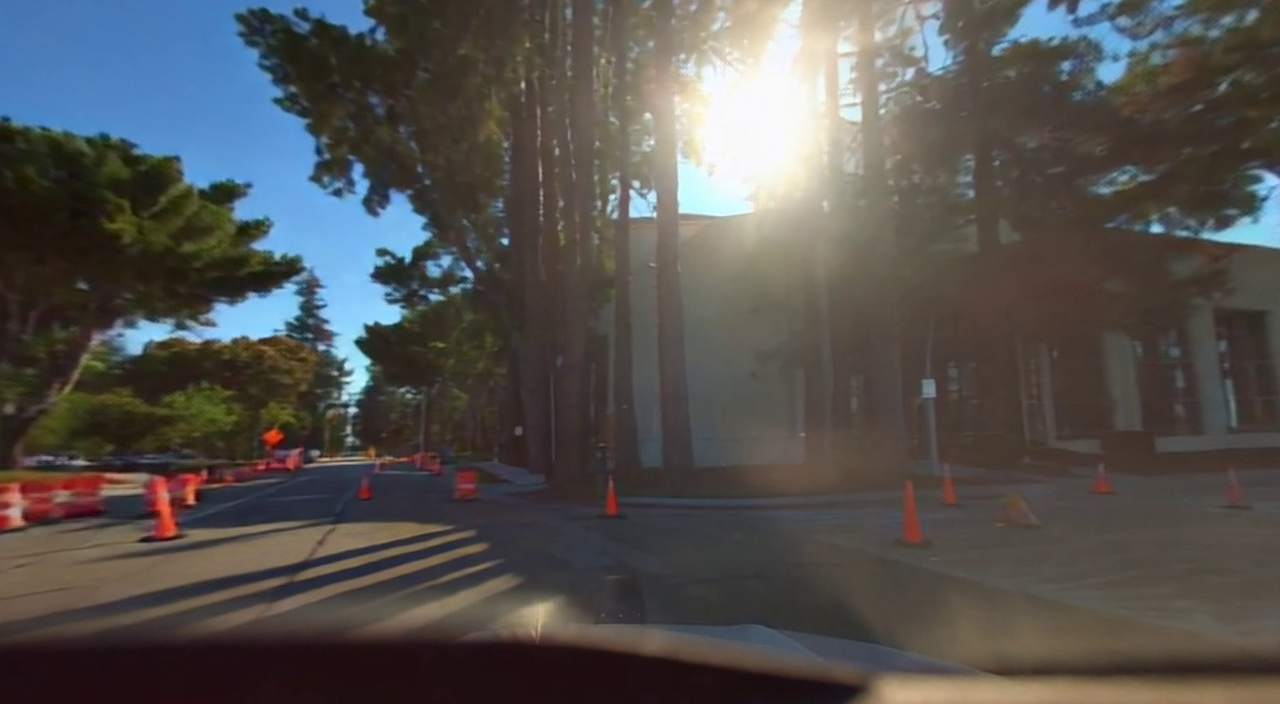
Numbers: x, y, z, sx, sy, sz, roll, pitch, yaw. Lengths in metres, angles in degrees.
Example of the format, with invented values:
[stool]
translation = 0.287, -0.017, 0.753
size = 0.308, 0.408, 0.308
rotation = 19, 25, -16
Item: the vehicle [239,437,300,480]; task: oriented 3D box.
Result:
[vehicle]
translation = -27.994, 8.002, 48.073
size = 2.510, 2.889, 6.493
rotation = 1, -7, -17
